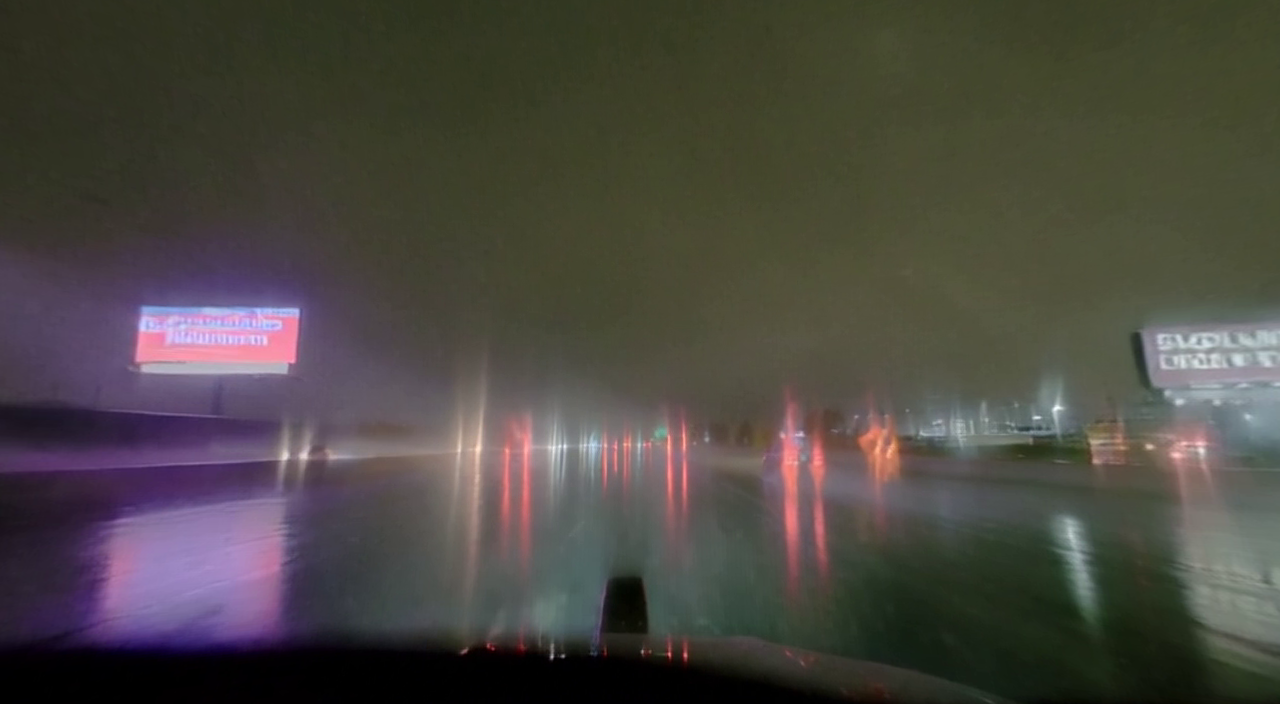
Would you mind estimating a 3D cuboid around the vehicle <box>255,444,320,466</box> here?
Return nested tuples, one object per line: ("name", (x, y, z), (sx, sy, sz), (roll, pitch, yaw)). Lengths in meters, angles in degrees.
("vehicle", (-25.572, 7.471, 45.763), (1.935, 1.519, 4.731), (0, -8, 0))
